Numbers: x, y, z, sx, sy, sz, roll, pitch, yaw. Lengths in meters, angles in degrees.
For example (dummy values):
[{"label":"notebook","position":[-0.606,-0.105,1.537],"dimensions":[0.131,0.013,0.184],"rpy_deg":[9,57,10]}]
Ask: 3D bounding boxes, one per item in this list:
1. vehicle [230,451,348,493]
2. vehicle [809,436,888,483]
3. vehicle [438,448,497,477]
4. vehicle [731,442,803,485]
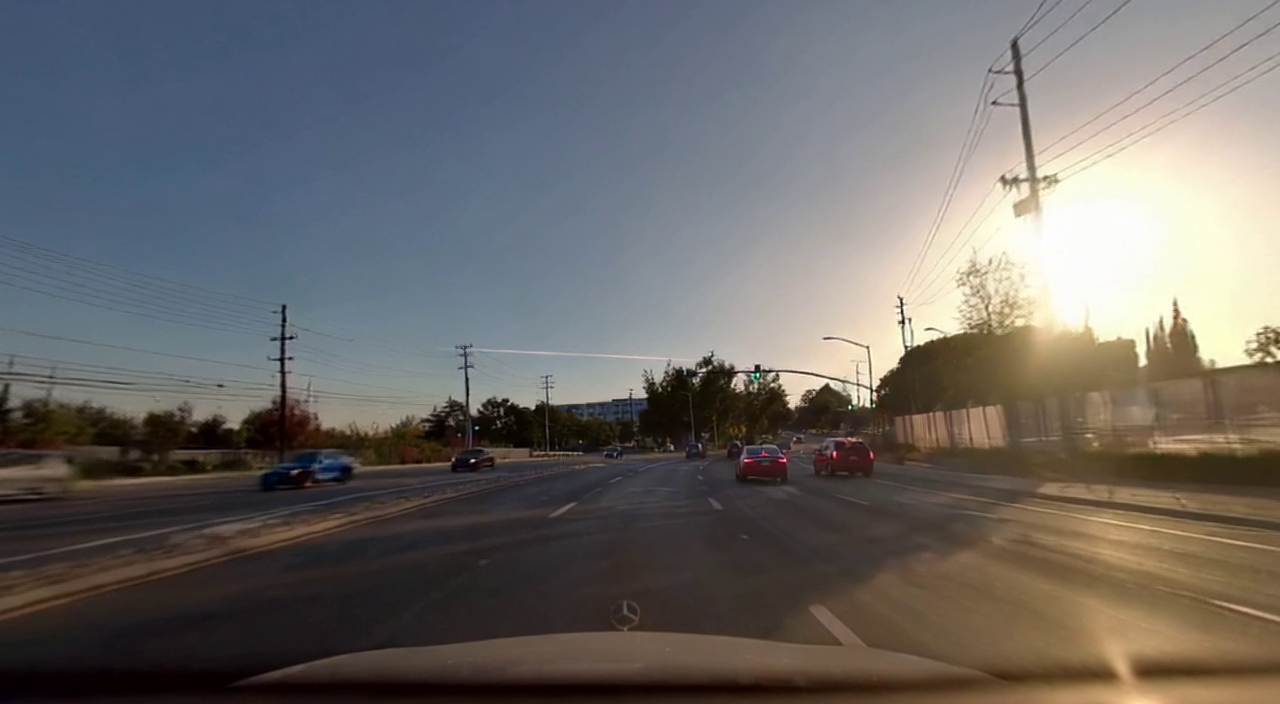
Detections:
[{"label":"vehicle","position":[-14.114,4.824,25.786],"dimensions":[1.847,1.478,4.746],"rpy_deg":[0,-9,4]},{"label":"vehicle","position":[8.614,4.471,26.563],"dimensions":[2.029,1.795,4.371],"rpy_deg":[0,-9,3]},{"label":"vehicle","position":[-10.112,6.508,37.435],"dimensions":[1.885,1.592,4.337],"rpy_deg":[-1,-9,5]},{"label":"vehicle","position":[4.768,4.231,24.351],"dimensions":[2.035,1.460,4.392],"rpy_deg":[0,-9,3]}]
